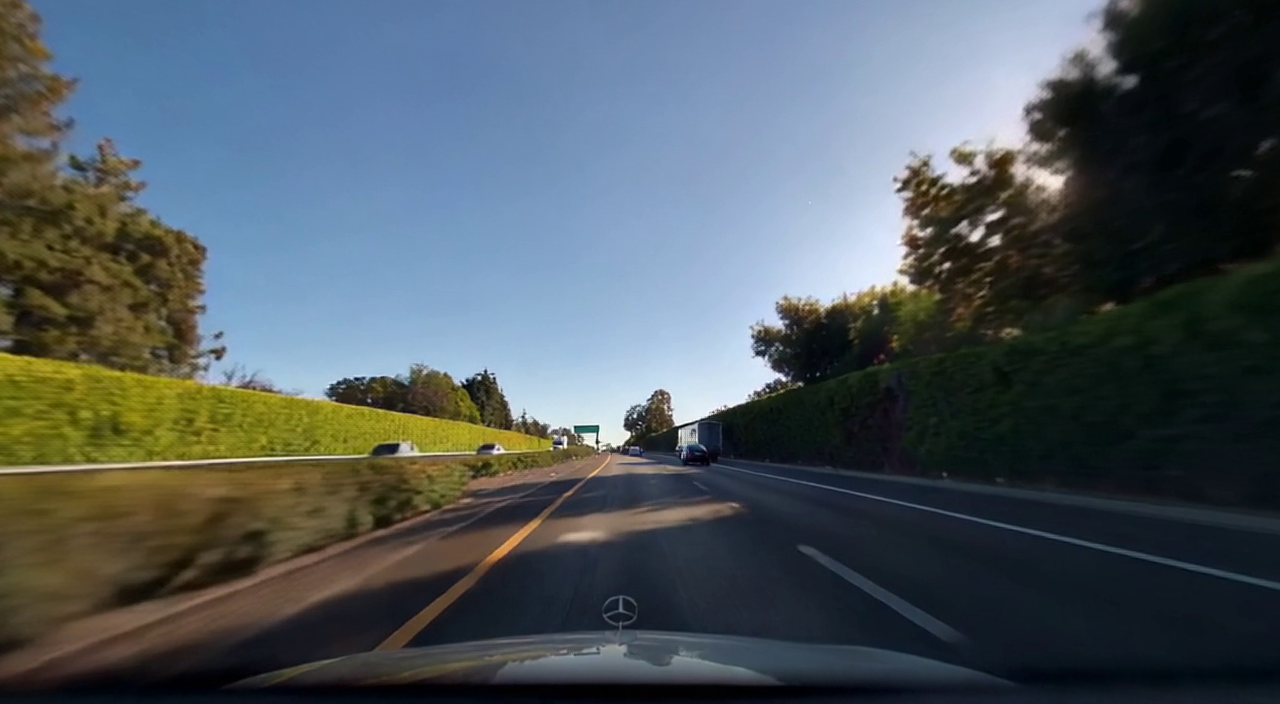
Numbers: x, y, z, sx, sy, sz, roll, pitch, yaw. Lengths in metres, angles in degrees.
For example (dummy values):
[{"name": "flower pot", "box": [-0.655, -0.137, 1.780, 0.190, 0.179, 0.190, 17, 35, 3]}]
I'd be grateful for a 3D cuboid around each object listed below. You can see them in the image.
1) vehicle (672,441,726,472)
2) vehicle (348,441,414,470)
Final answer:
[{"name": "vehicle", "box": [3.020, 5.506, 33.091, 2.244, 1.498, 4.338, 0, -9, -3]}, {"name": "vehicle", "box": [-13.630, 5.483, 33.279, 1.779, 1.429, 4.161, 0, -9, -1]}]
